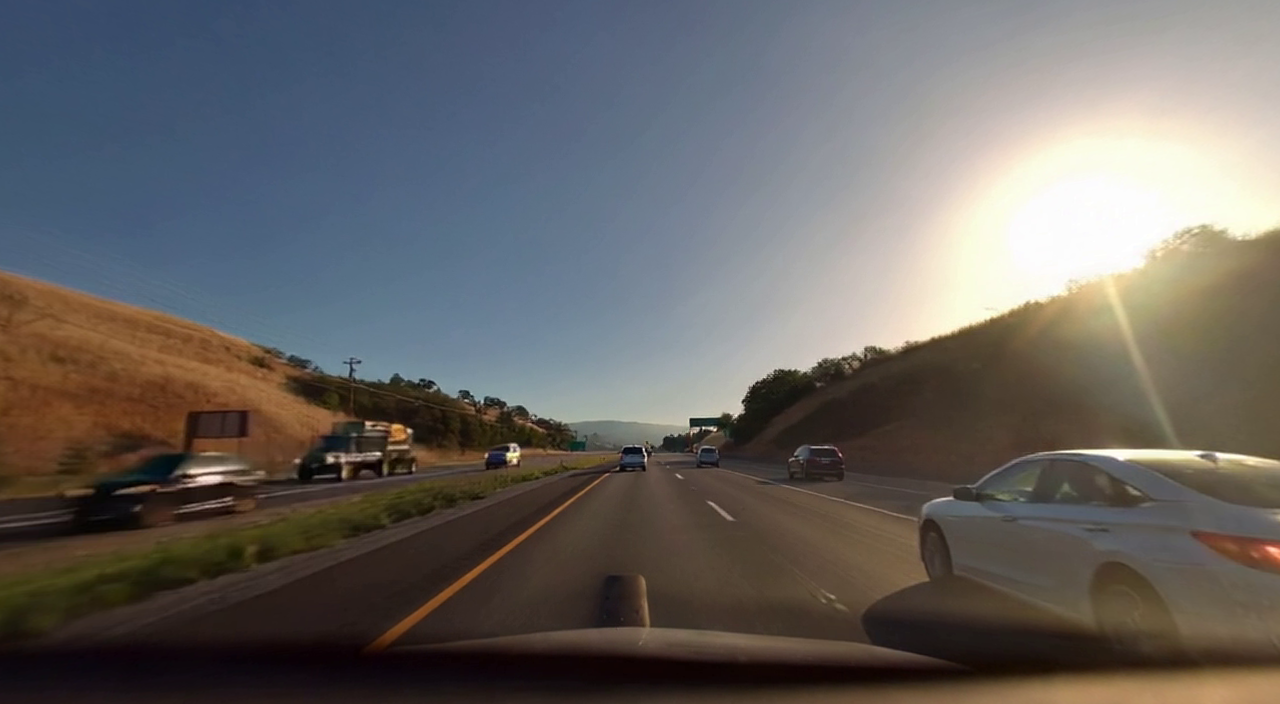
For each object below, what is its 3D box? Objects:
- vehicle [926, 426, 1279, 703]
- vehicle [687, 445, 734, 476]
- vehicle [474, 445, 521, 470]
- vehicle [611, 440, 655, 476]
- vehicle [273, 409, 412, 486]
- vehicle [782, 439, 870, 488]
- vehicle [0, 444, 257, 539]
[{"bbox_3d":[3.503,1.188,3.442,2.004,1.471,4.032,0,-9,1],"label":"vehicle"},{"bbox_3d":[3.768,5.885,34.332,2.047,1.540,4.294,0,-9,0],"label":"vehicle"},{"bbox_3d":[-10.134,7.524,45.112,2.156,1.644,4.489,0,-9,2],"label":"vehicle"},{"bbox_3d":[-0.317,5.535,33.166,2.142,1.724,4.344,0,-9,1],"label":"vehicle"},{"bbox_3d":[-14.196,4.708,31.001,2.881,3.266,7.898,0,-9,1],"label":"vehicle"},{"bbox_3d":[6.872,4.158,23.799,1.975,1.650,4.257,0,-9,0],"label":"vehicle"},{"bbox_3d":[-10.462,2.688,12.930,1.965,1.542,4.905,0,-9,2],"label":"vehicle"}]
